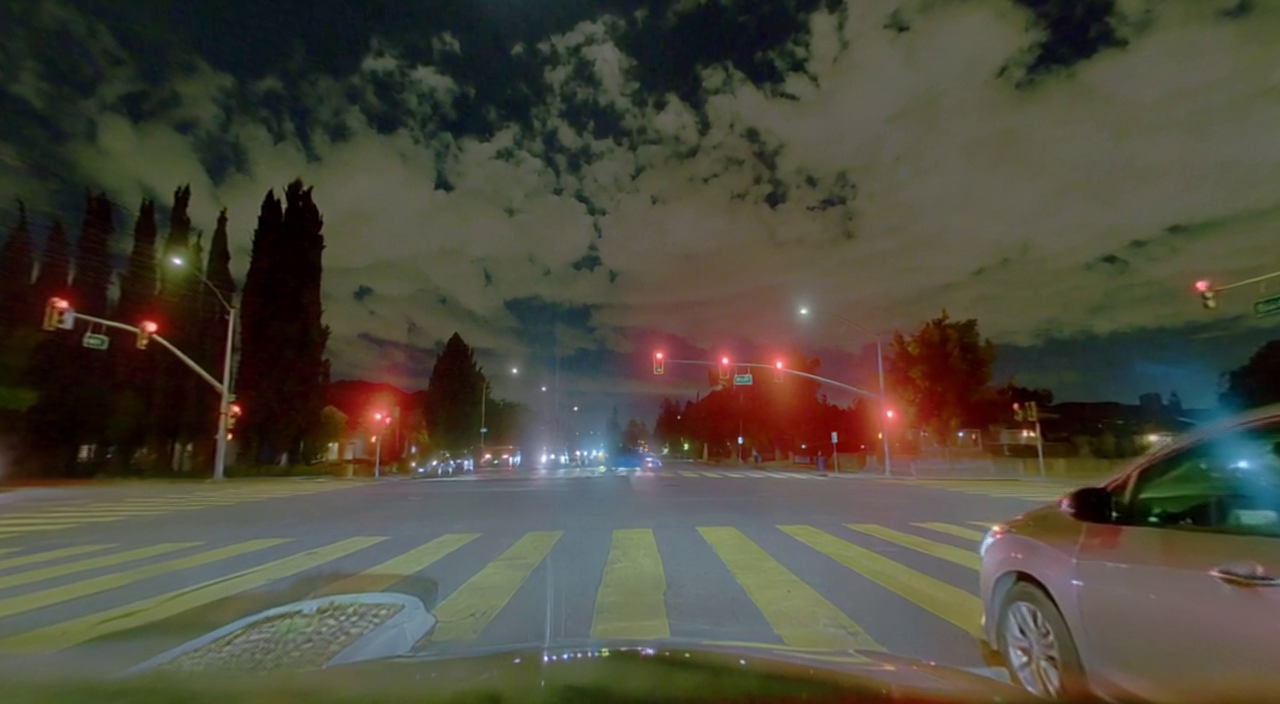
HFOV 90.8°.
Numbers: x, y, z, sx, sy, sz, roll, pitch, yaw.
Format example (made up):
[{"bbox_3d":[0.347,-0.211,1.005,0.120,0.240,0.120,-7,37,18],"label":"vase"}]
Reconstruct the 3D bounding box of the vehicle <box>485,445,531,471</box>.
[{"bbox_3d":[-8.913,7.187,43.192,2.028,1.654,5.027,0,-9,0],"label":"vehicle"}]

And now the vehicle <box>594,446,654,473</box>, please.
[{"bbox_3d":[-0.996,6.372,37.754,2.046,1.491,4.118,4,-10,-26],"label":"vehicle"}]

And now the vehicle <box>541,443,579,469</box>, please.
[{"bbox_3d":[-5.507,7.224,43.943,2.091,1.707,4.157,0,-9,0],"label":"vehicle"}]

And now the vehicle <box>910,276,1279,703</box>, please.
[{"bbox_3d":[2.710,0.673,1.376,2.085,1.800,4.908,0,-9,0],"label":"vehicle"}]
